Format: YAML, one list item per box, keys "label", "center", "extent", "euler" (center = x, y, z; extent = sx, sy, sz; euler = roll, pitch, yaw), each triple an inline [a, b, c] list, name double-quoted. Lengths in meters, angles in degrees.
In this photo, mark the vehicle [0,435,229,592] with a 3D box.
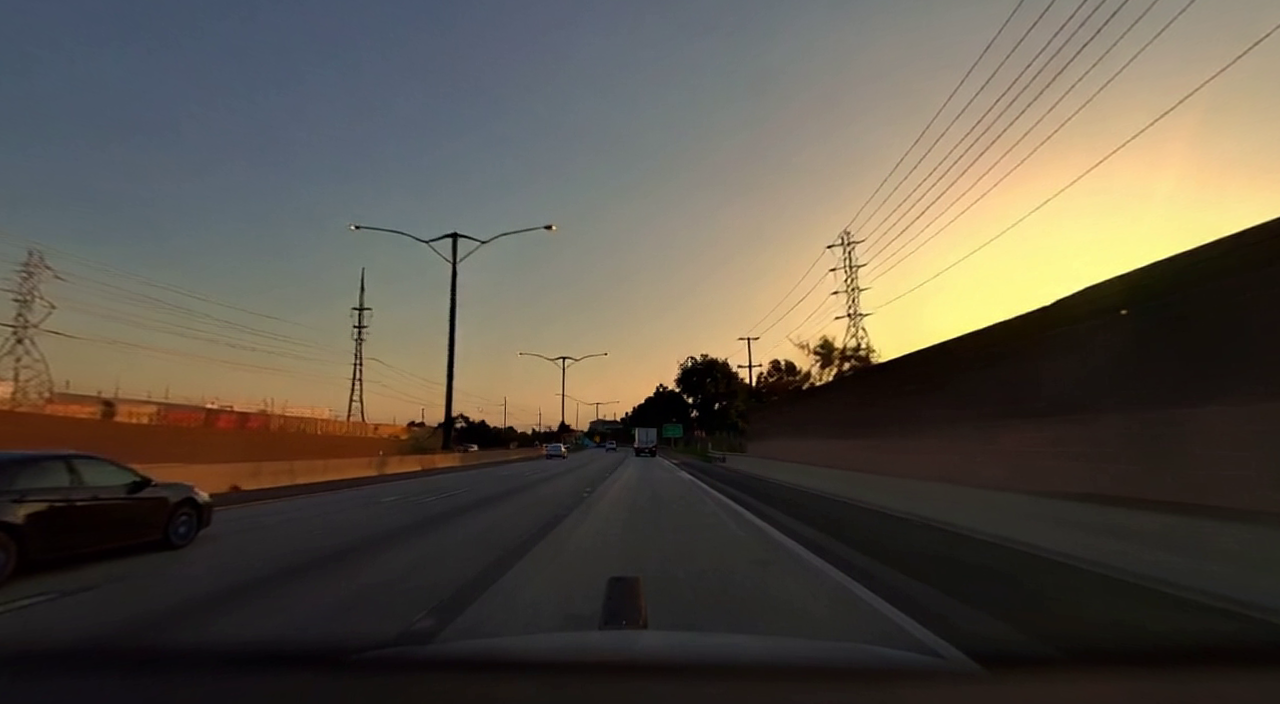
- label: "vehicle"
  center: [-7.139, 1.684, 6.931]
  extent: [1.971, 1.490, 4.790]
  euler: [0, -8, 0]
